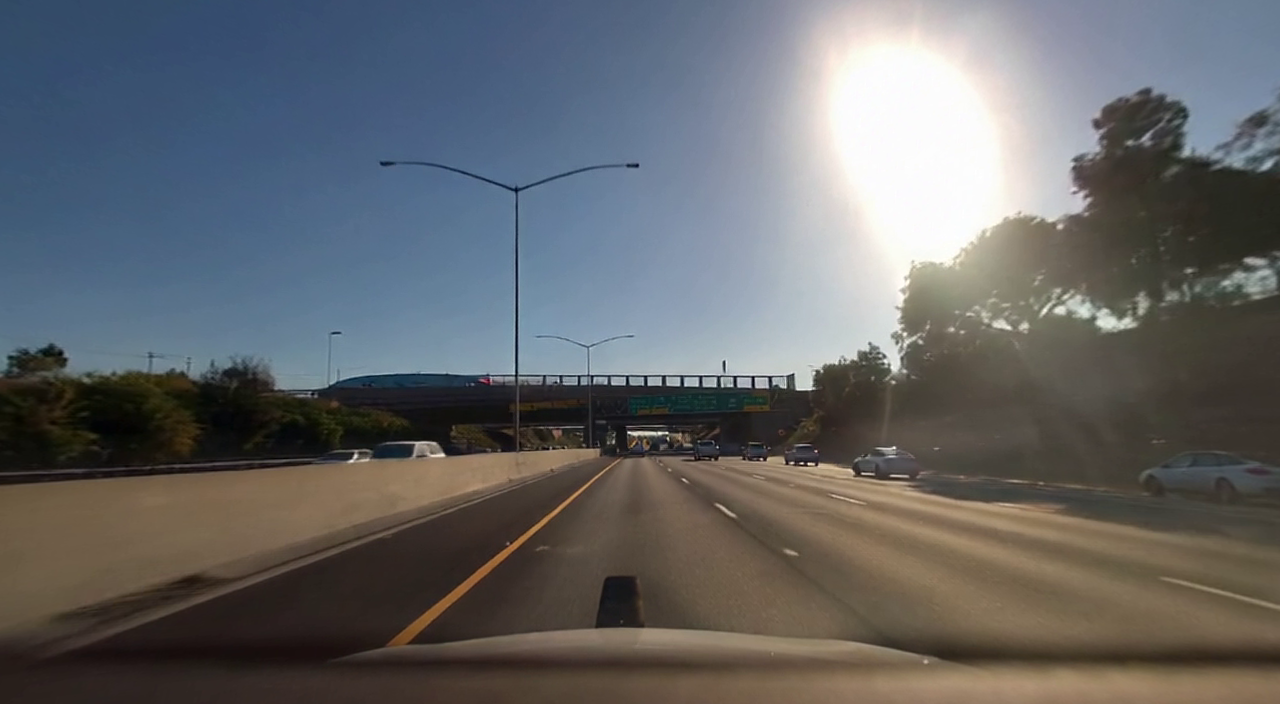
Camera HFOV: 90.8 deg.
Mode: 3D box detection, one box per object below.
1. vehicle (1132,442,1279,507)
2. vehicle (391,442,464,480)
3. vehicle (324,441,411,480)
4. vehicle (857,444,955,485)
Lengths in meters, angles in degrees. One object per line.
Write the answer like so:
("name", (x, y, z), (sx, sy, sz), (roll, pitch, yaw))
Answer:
("vehicle", (15.684, 3.099, 16.472), (1.915, 1.479, 4.691), (0, -9, 0))
("vehicle", (-7.833, 4.019, 23.586), (1.568, 1.263, 3.387), (0, -8, 0))
("vehicle", (-12.004, 4.771, 28.168), (1.907, 1.537, 4.550), (0, -8, -1))
("vehicle", (10.000, 4.242, 24.121), (1.836, 1.418, 4.132), (0, -9, -1))
